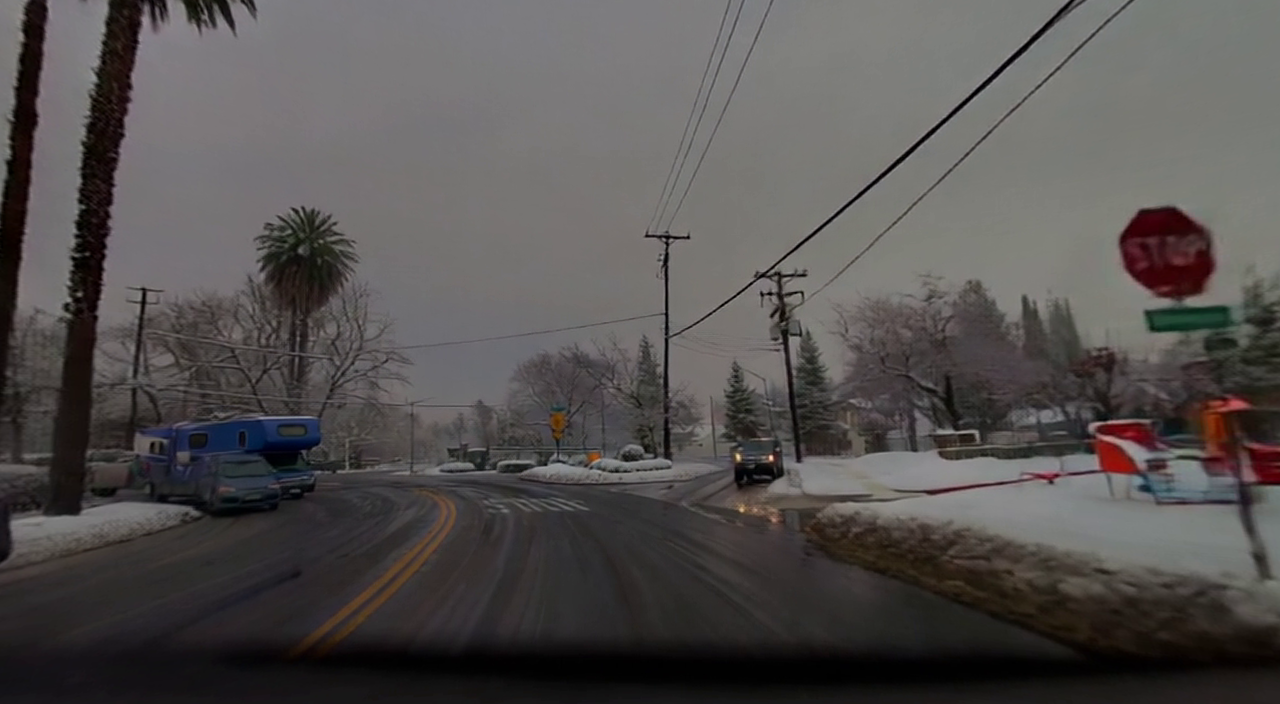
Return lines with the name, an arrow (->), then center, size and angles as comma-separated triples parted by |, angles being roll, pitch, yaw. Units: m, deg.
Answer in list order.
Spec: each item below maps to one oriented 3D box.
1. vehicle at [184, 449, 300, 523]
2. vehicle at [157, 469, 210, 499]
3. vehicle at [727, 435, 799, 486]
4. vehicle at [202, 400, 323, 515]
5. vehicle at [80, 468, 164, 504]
vehicle -> -11.044, 3.640, 17.908 | 2.103, 1.599, 4.865 | 3, -8, -25
vehicle -> -28.352, 8.136, 39.169 | 2.025, 1.504, 4.164 | 6, -10, -43
vehicle -> 5.240, 4.650, 27.754 | 2.508, 1.887, 5.930 | -1, -7, 6
vehicle -> -16.041, 4.147, 26.267 | 3.216, 3.720, 11.364 | 4, -9, -35
vehicle -> -35.444, 9.092, 43.200 | 5.757, 2.044, 2.213 | -4, -8, 27
